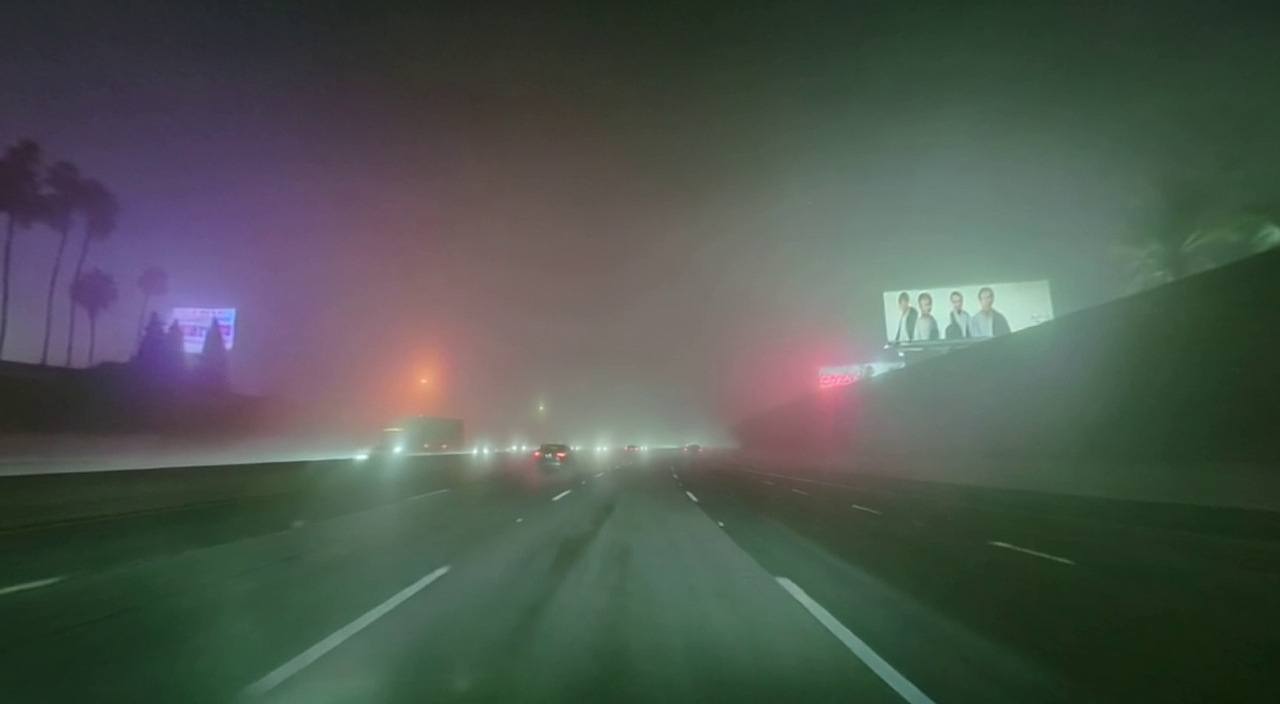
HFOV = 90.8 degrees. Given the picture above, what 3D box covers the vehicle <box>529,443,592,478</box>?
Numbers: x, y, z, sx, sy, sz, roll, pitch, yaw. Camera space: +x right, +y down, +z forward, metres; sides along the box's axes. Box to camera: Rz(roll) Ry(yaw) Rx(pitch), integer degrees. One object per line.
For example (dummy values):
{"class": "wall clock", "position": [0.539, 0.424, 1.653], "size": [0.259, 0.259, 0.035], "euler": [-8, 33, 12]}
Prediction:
{"class": "vehicle", "position": [-3.517, 4.902, 28.956], "size": [2.078, 1.457, 4.648], "euler": [-1, -8, 3]}
